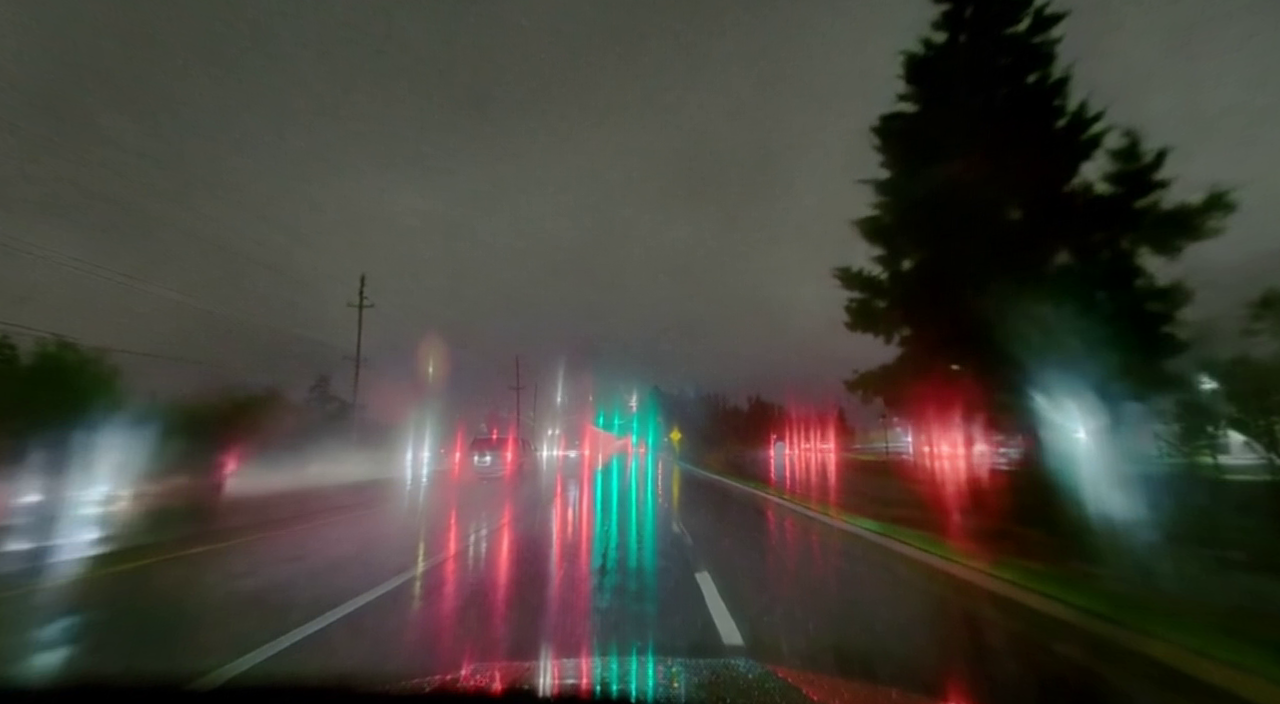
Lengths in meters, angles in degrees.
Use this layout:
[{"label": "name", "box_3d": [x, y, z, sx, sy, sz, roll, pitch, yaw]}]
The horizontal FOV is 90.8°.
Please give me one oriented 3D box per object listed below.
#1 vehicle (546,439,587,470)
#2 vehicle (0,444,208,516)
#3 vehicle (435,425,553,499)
[{"label": "vehicle", "box_3d": [-4.293, 6.081, 37.623, 2.041, 1.698, 4.094, 0, -9, -1]}, {"label": "vehicle", "box_3d": [-13.609, 3.161, 16.183, 1.942, 1.579, 4.409, 0, -9, -1]}, {"label": "vehicle", "box_3d": [-3.905, 3.037, 17.842, 2.189, 1.807, 4.467, 0, -9, 1]}]
